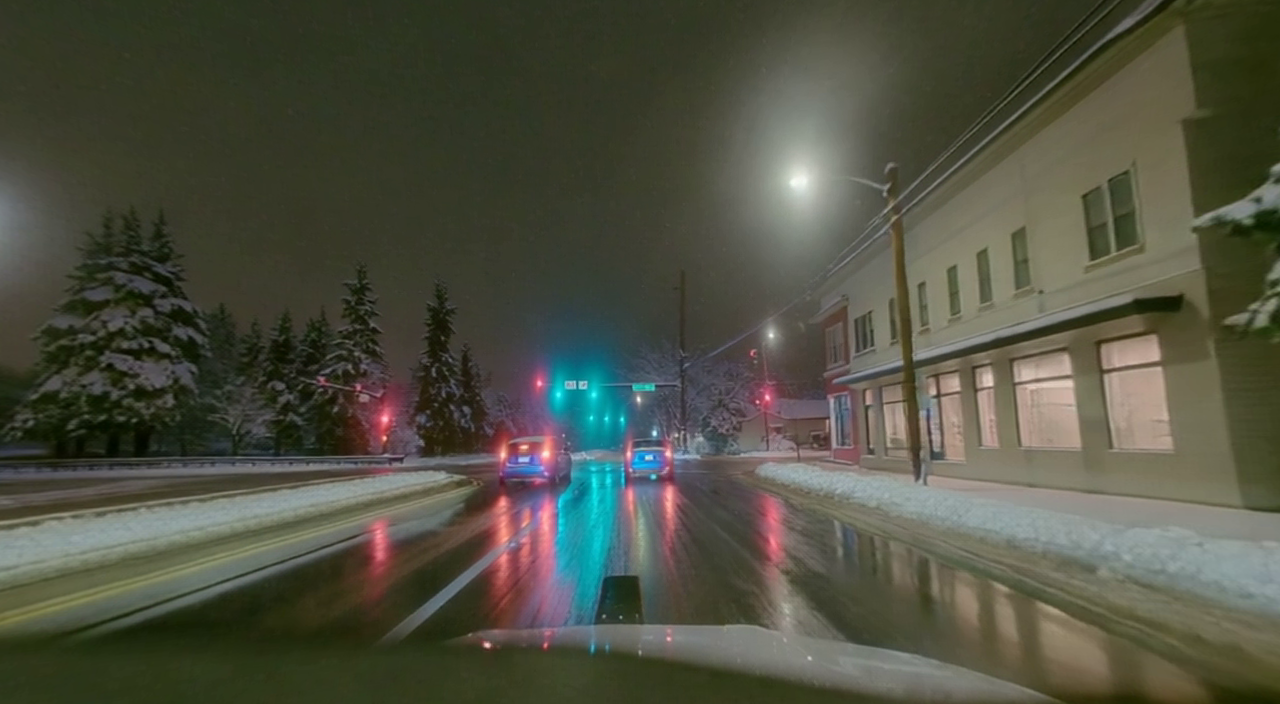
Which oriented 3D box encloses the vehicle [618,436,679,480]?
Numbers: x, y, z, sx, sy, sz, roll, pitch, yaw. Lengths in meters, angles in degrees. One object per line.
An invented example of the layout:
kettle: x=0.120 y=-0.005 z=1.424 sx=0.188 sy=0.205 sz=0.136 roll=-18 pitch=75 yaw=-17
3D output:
vehicle: x=0.284 y=3.884 z=23.374 sx=2.059 sy=1.456 sz=4.047 roll=0 pitch=-8 yaw=0

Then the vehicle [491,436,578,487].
vehicle: x=-3.276 y=3.500 z=20.556 sx=2.032 sy=1.467 sz=4.411 roll=0 pitch=-8 yaw=1
